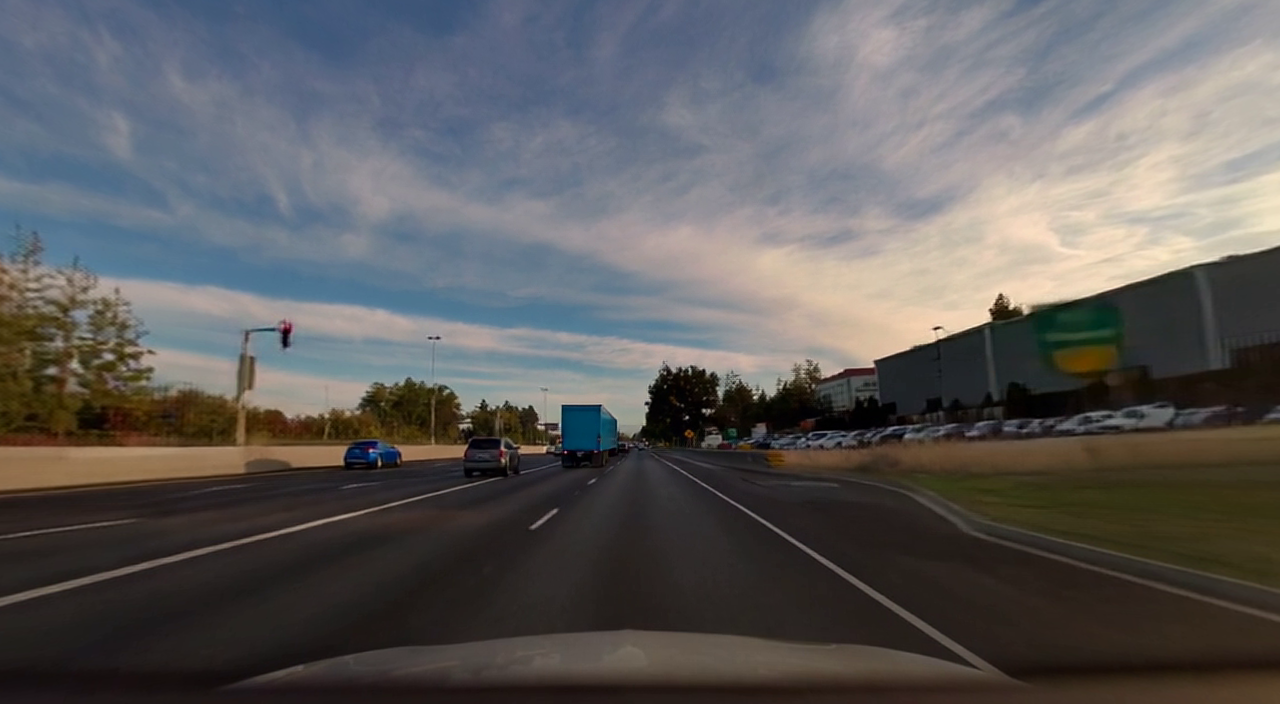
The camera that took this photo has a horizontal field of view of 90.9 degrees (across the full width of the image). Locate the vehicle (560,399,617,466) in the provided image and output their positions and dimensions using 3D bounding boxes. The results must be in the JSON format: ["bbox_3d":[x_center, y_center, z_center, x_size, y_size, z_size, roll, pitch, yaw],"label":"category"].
[{"bbox_3d":[-3.332,5.820,44.689,2.905,4.037,12.921,0,-8,0],"label":"vehicle"}]

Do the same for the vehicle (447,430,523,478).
[{"bbox_3d":[-6.337,4.232,26.408,2.058,1.840,4.443,0,-8,0],"label":"vehicle"}]

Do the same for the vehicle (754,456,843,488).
[{"bbox_3d":[5.526,4.237,22.462,2.295,0.969,3.132,0,-8,-1],"label":"vehicle"}]

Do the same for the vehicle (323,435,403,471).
[{"bbox_3d":[-14.134,5.145,32.453,1.997,1.695,4.492,0,-8,1],"label":"vehicle"}]
